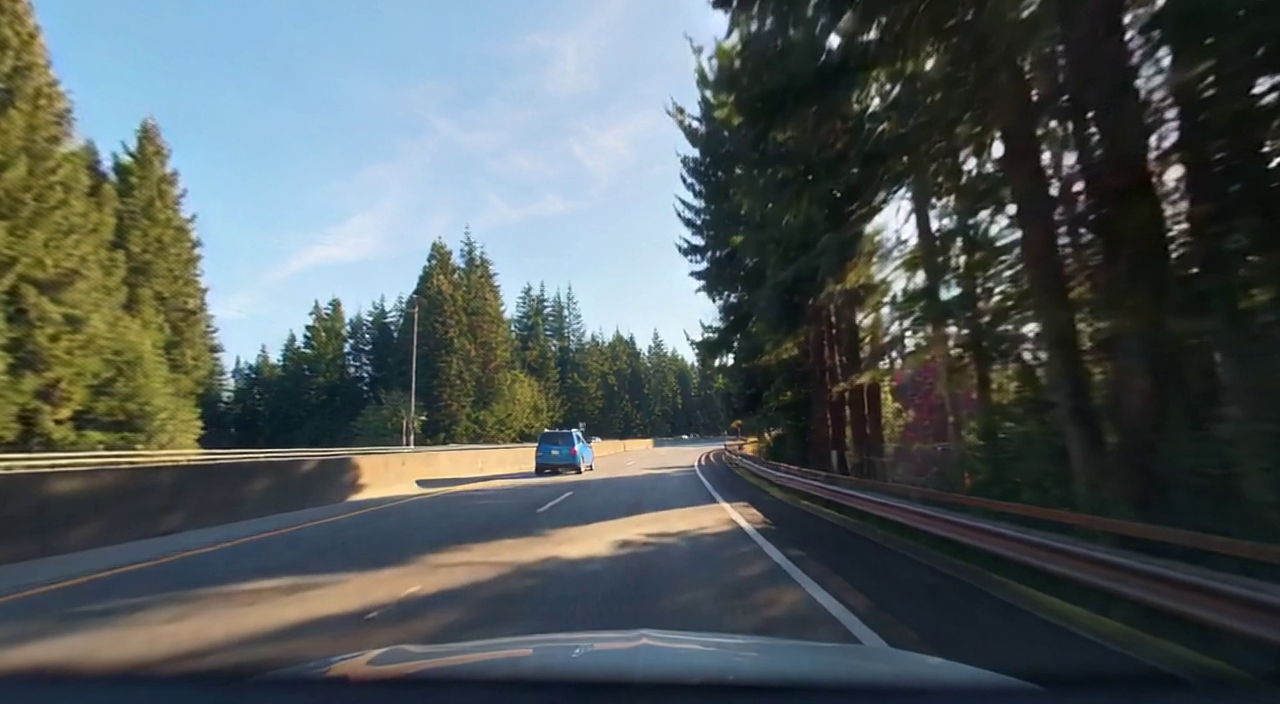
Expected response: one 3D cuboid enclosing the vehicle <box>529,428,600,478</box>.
[{"bbox_3d":[-2.848,3.936,24.897,2.005,1.752,4.479,-1,-8,4],"label":"vehicle"}]
